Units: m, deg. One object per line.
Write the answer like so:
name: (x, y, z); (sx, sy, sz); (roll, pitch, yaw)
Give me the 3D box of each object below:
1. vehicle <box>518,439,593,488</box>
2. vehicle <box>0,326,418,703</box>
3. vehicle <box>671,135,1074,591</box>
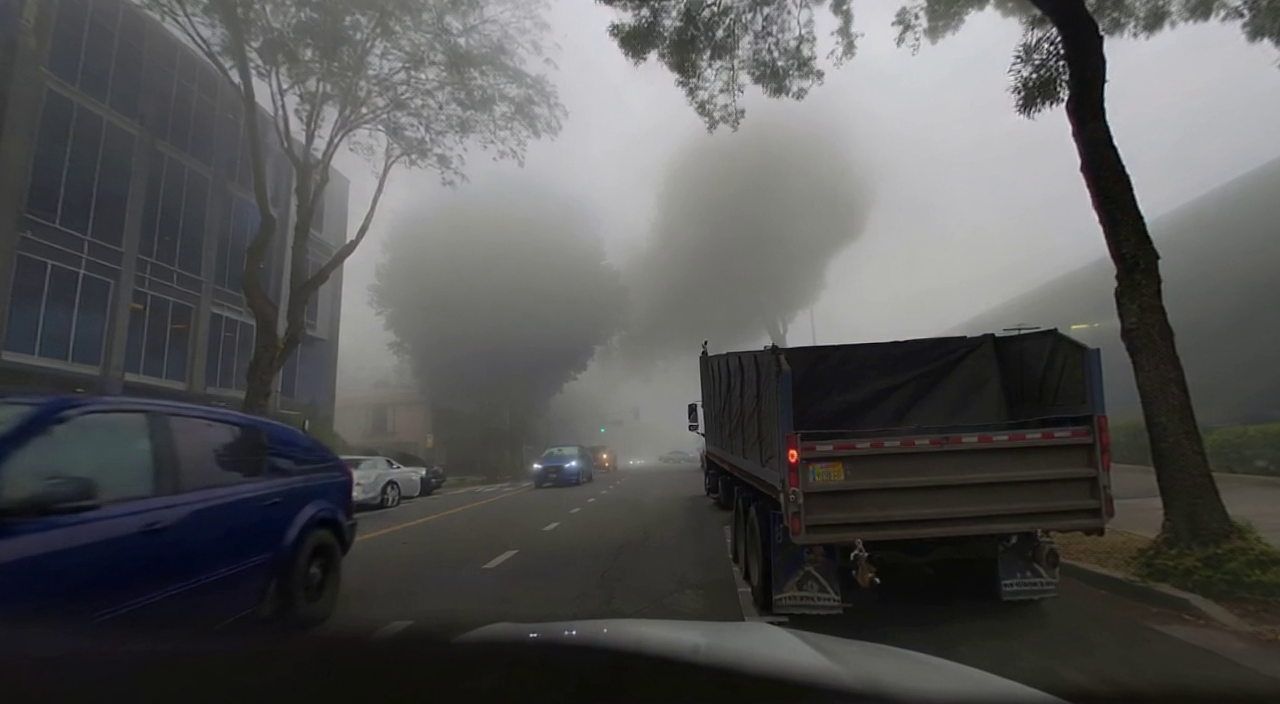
vehicle: (-2.898, 3.933, 22.569); (2.183, 1.563, 4.257); (0, -8, -2)
vehicle: (-3.347, 1.020, 3.648); (2.223, 1.804, 4.746); (0, -8, 2)
vehicle: (2.536, 0.843, 11.376); (3.320, 4.034, 11.553); (-1, -8, 6)
